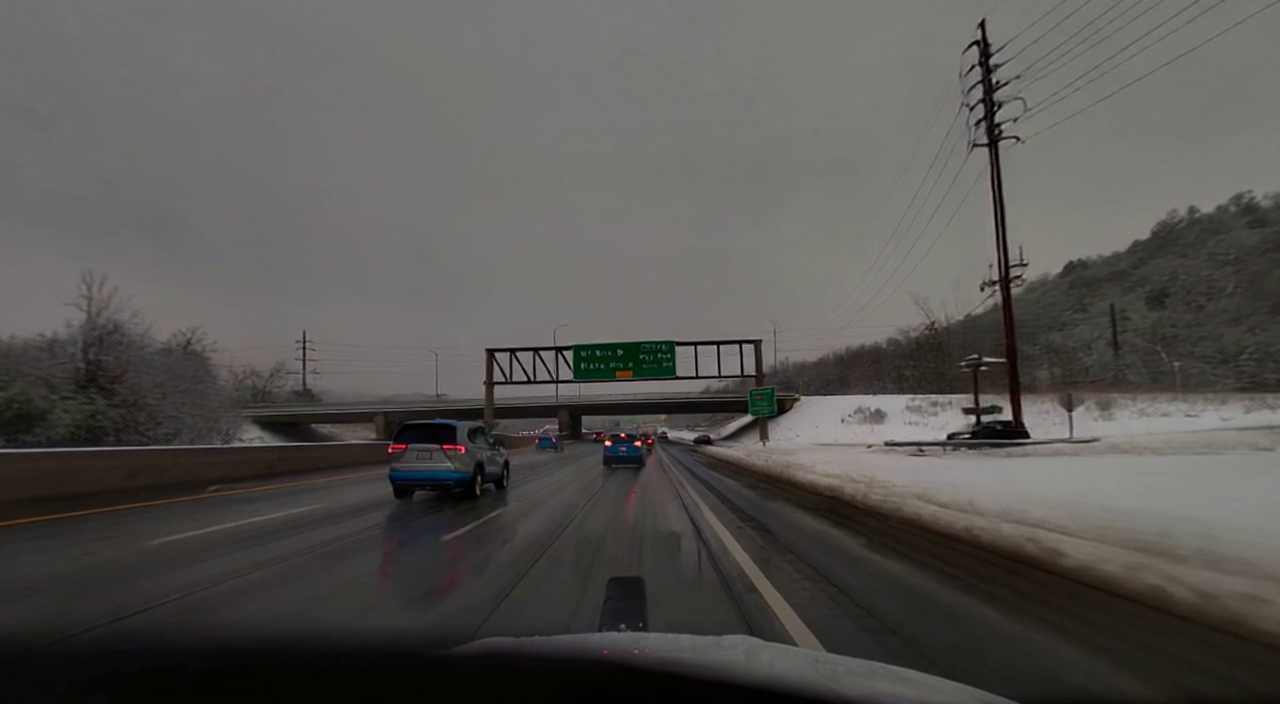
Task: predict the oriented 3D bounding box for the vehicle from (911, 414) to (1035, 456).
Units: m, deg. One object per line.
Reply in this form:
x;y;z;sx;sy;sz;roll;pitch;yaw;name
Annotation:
22.319;5.675;42.735;2.571;2.571;6.876;5;-10;-33;vehicle

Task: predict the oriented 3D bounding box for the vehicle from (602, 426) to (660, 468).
-0.318;4.073;27.066;2.193;1.651;3.946;-1;-8;3;vehicle

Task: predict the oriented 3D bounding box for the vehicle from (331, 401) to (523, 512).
-4.058;2.121;13.124;2.228;1.845;4.847;0;-8;1;vehicle
